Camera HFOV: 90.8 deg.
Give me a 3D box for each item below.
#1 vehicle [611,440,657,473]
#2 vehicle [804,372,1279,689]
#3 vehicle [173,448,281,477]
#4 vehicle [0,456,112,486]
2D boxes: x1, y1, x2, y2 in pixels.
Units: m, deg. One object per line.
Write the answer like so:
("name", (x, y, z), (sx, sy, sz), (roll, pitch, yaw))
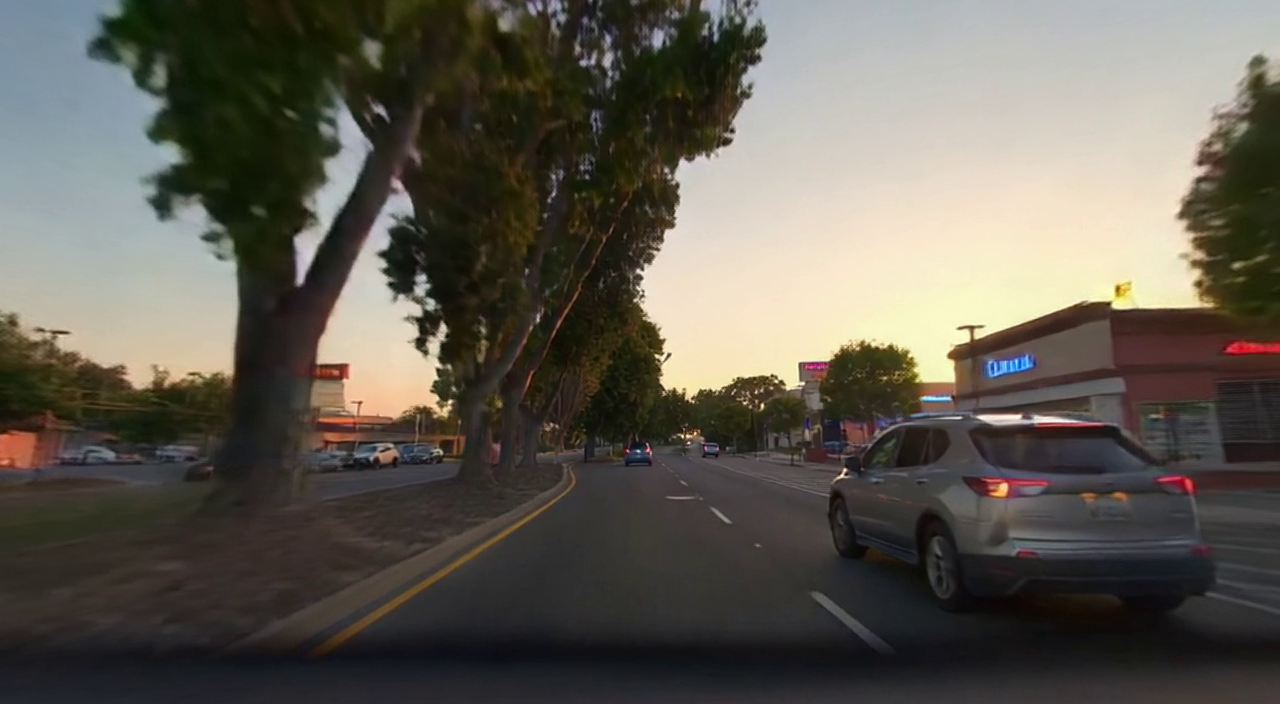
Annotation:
("vehicle", (-0.299, 5.131, 31.279), (2.126, 1.475, 3.967), (0, -8, -1))
("vehicle", (3.192, 1.279, 5.697), (2.110, 1.698, 4.397), (0, -8, -2))
("vehicle", (-22.955, 6.119, 35.197), (4.625, 1.516, 2.007), (0, -8, 2))
("vehicle", (-31.932, 6.404, 34.127), (4.741, 1.442, 1.957), (3, -9, -23))
